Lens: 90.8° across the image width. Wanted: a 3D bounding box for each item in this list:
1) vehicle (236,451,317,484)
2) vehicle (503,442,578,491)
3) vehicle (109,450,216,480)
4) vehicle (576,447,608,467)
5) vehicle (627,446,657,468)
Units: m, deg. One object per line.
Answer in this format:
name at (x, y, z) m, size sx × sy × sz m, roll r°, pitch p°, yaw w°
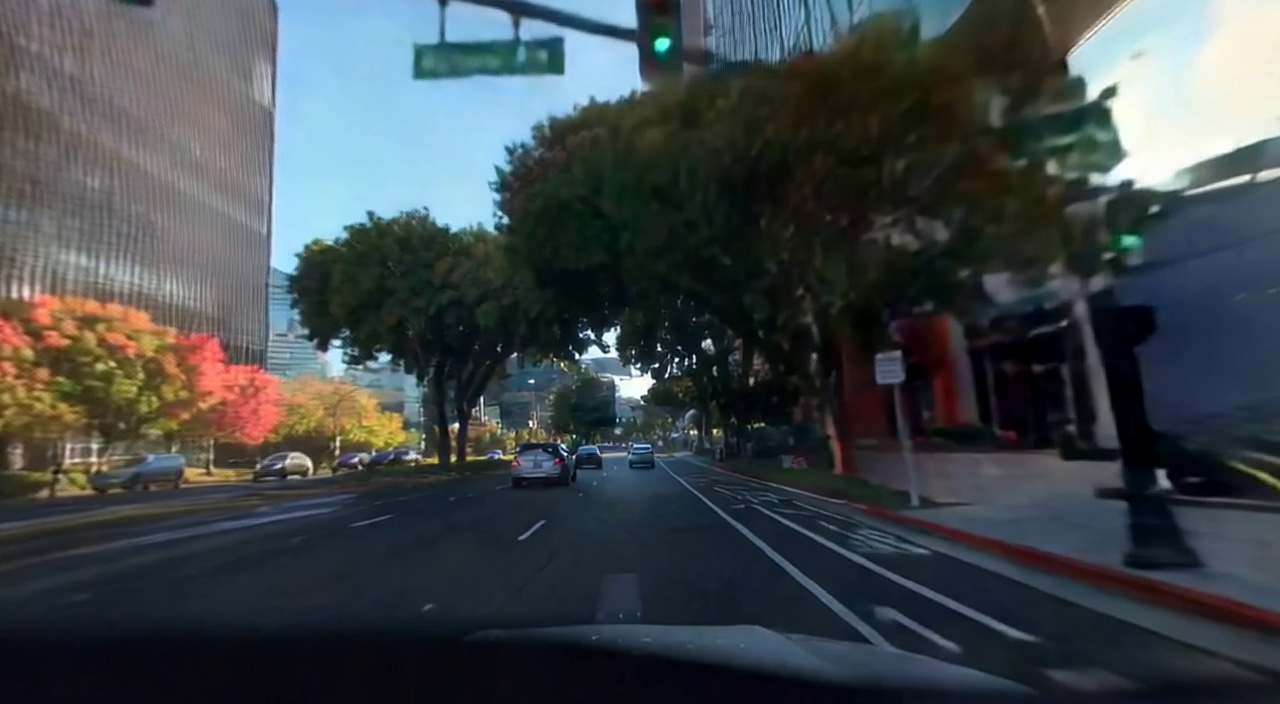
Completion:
vehicle at (-20.435, 6.476, 35.746) m, size 1.900 × 1.638 × 4.567 m, roll 0°, pitch -8°, yaw -1°
vehicle at (-3.372, 3.946, 22.139) m, size 1.983 × 1.545 × 3.773 m, roll 0°, pitch -8°, yaw 1°
vehicle at (-33.140, 7.830, 44.074) m, size 5.549 × 1.937 × 2.207 m, roll 4°, pitch -10°, yaw -29°
vehicle at (-3.620, 8.078, 48.755) m, size 2.088 × 1.430 × 4.482 m, roll 0°, pitch -8°, yaw 1°
vehicle at (0.134, 7.546, 45.700) m, size 2.102 × 1.482 × 4.125 m, roll 0°, pitch -8°, yaw -1°
